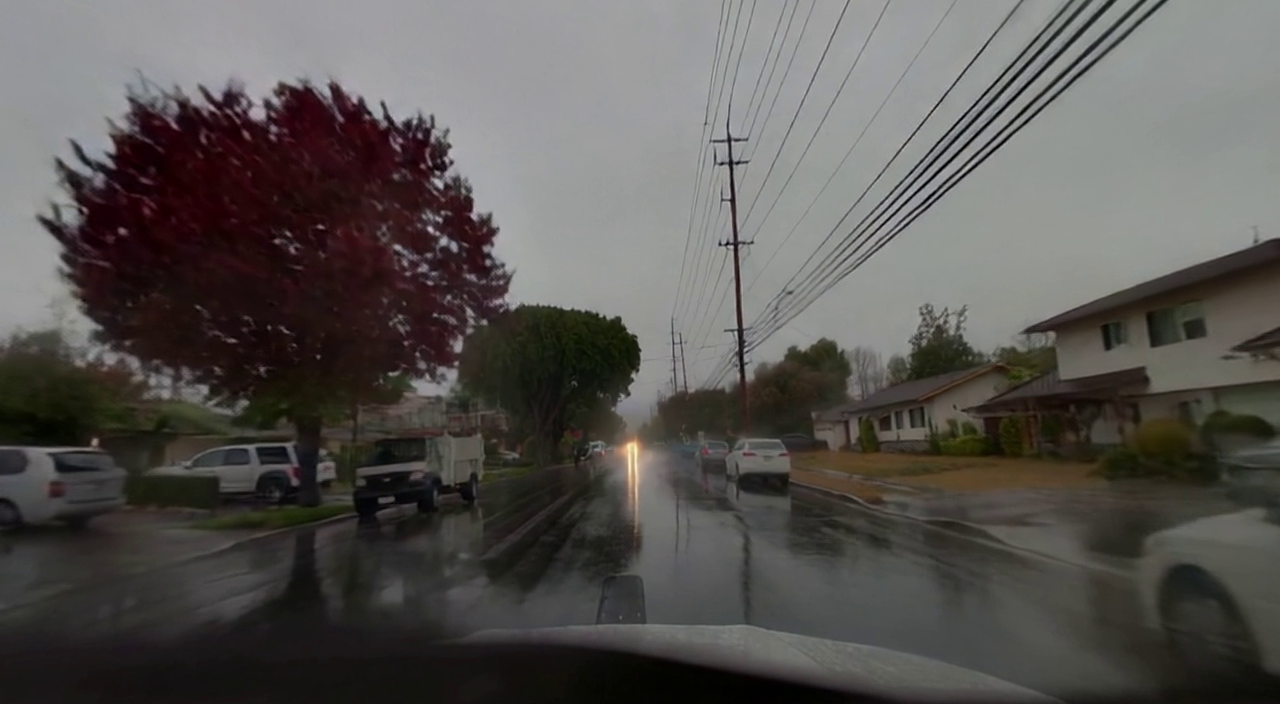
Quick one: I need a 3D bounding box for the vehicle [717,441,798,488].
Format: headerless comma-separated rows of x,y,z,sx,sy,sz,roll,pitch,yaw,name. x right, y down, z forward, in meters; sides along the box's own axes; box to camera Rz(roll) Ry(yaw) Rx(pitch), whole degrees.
4.185,4.077,23.255,2.016,1.544,4.645,0,-9,-1,vehicle

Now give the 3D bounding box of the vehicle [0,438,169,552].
-12.589,2.577,11.886,5.419,1.885,2.461,0,-9,0,vehicle

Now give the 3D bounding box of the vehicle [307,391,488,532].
-5.972,2.784,16.680,2.313,2.875,6.057,-3,-8,1,vehicle

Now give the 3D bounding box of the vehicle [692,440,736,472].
4.296,6.099,37.380,2.105,1.755,4.749,0,-9,2,vehicle

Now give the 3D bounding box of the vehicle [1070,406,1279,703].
3.980,0.838,1.772,2.086,1.493,4.927,0,-9,0,vehicle

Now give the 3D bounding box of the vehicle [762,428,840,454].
12.390,6.902,48.894,5.447,1.895,2.202,0,-8,1,vehicle
